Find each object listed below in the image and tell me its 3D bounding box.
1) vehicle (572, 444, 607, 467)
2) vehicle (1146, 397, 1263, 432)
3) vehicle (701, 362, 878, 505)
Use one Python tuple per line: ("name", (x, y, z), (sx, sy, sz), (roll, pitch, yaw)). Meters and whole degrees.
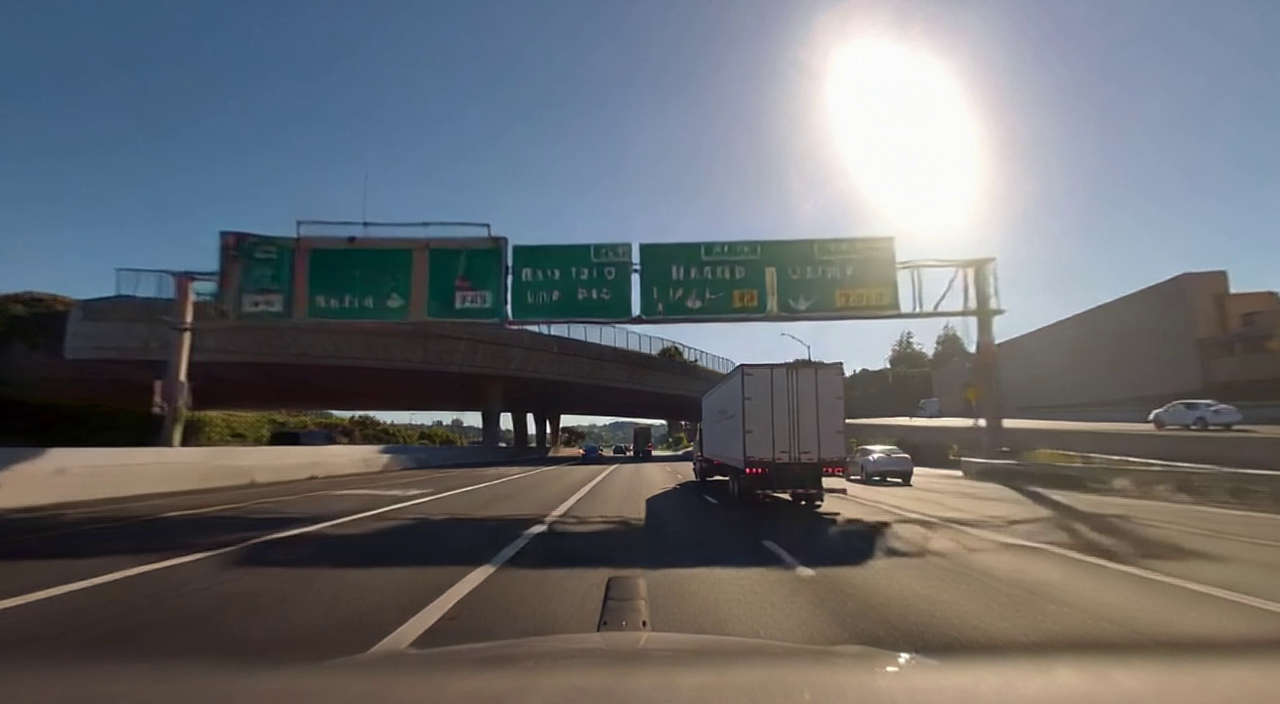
("vehicle", (-3.549, 7.415, 45.309), (2.143, 1.529, 4.918), (0, -9, 0))
("vehicle", (28.623, 3.230, 32.051), (1.928, 1.603, 4.315), (1, -7, -2))
("vehicle", (4.071, 2.722, 20.334), (3.049, 3.395, 10.595), (0, -9, -1))
